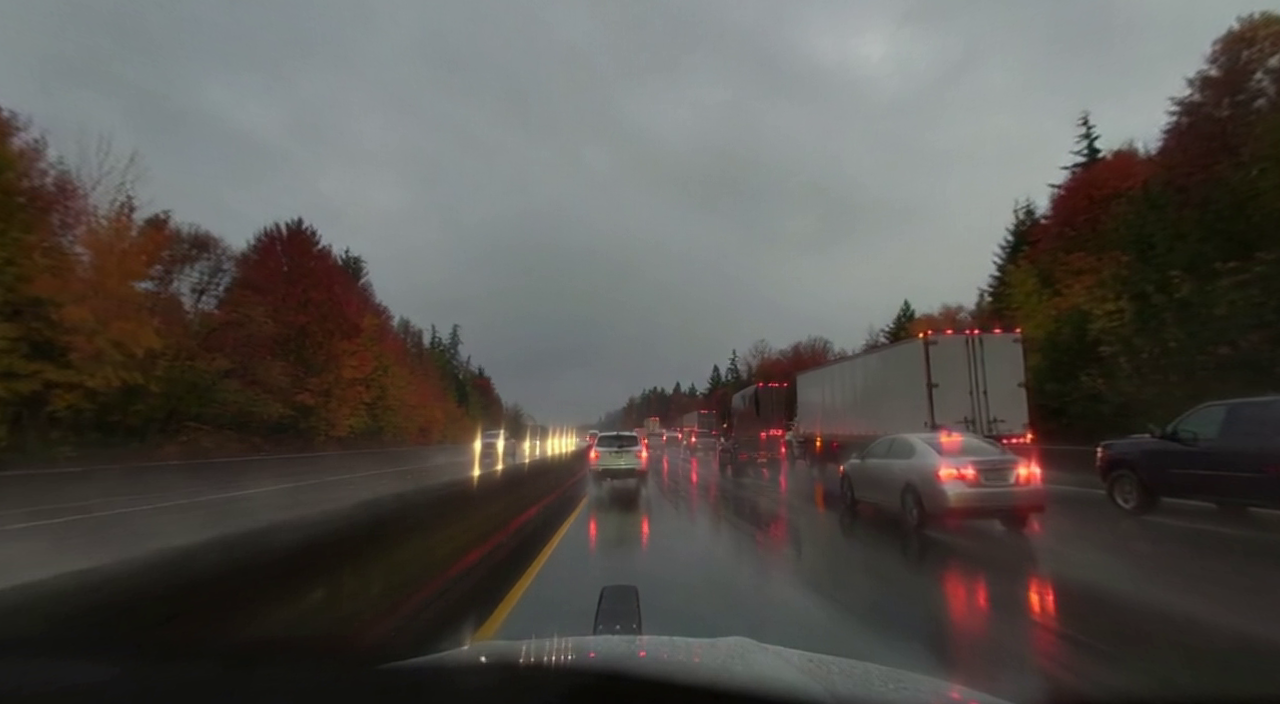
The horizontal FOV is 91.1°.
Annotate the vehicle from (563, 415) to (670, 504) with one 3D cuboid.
[{"bbox_3d":[-0.478,2.400,14.553,2.087,1.709,4.455,0,-8,-1],"label":"vehicle"}]

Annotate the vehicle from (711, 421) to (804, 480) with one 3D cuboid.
[{"bbox_3d":[3.647,3.137,20.347,2.147,1.707,3.963,0,-8,-2],"label":"vehicle"}]

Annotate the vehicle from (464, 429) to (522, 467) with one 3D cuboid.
[{"bbox_3d":[-8.448,5.529,36.561,2.203,2.043,5.050,0,-8,-1],"label":"vehicle"}]

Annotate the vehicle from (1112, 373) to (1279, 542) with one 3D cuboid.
[{"bbox_3d":[8.594,1.261,7.538,2.116,1.965,4.691,0,-8,-1],"label":"vehicle"}]

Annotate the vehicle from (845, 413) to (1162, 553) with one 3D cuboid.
[{"bbox_3d":[4.664,1.711,8.971,2.040,1.523,4.068,0,-8,-1],"label":"vehicle"}]

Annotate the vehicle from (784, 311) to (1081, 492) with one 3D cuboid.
[{"bbox_3d":[8.202,2.040,21.294,2.908,4.099,14.103,0,-8,-2],"label":"vehicle"}]
